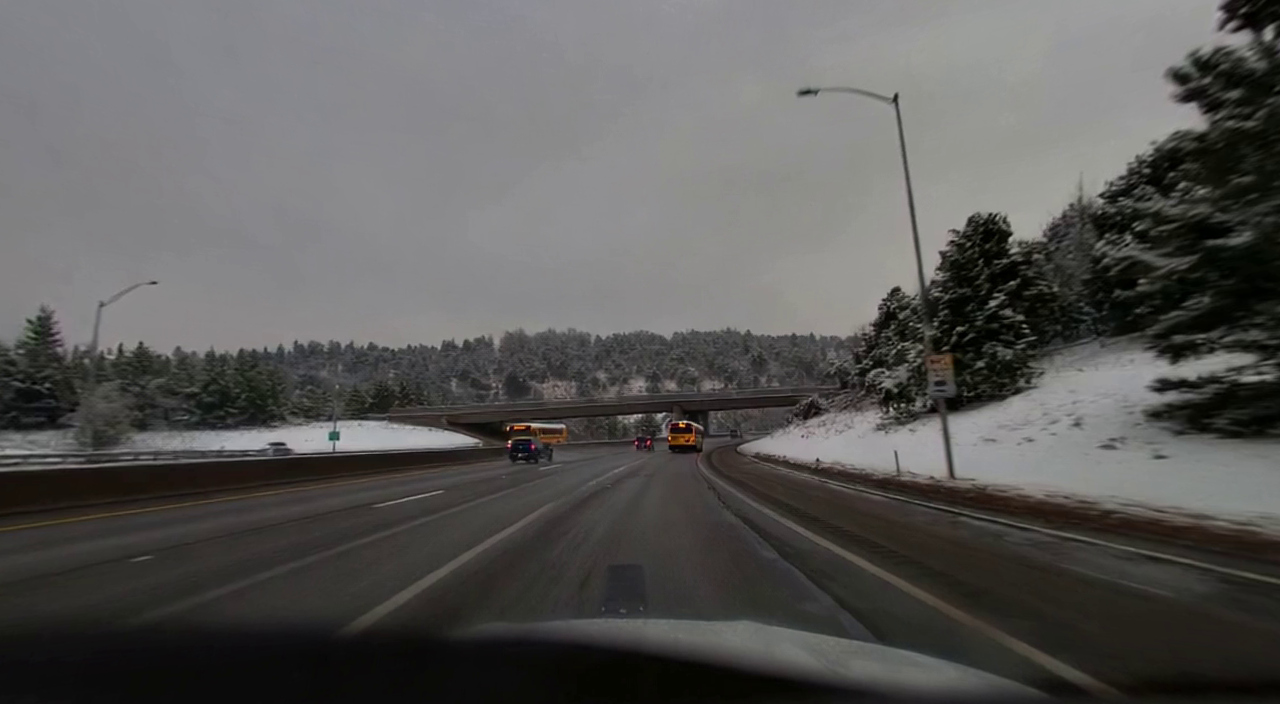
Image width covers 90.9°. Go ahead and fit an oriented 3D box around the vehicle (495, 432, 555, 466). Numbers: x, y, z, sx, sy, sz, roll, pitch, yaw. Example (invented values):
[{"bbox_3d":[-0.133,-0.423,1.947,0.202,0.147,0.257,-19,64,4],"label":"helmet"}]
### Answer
[{"bbox_3d":[-6.192,5.293,34.548,2.106,1.704,4.637,-1,-8,5],"label":"vehicle"}]
